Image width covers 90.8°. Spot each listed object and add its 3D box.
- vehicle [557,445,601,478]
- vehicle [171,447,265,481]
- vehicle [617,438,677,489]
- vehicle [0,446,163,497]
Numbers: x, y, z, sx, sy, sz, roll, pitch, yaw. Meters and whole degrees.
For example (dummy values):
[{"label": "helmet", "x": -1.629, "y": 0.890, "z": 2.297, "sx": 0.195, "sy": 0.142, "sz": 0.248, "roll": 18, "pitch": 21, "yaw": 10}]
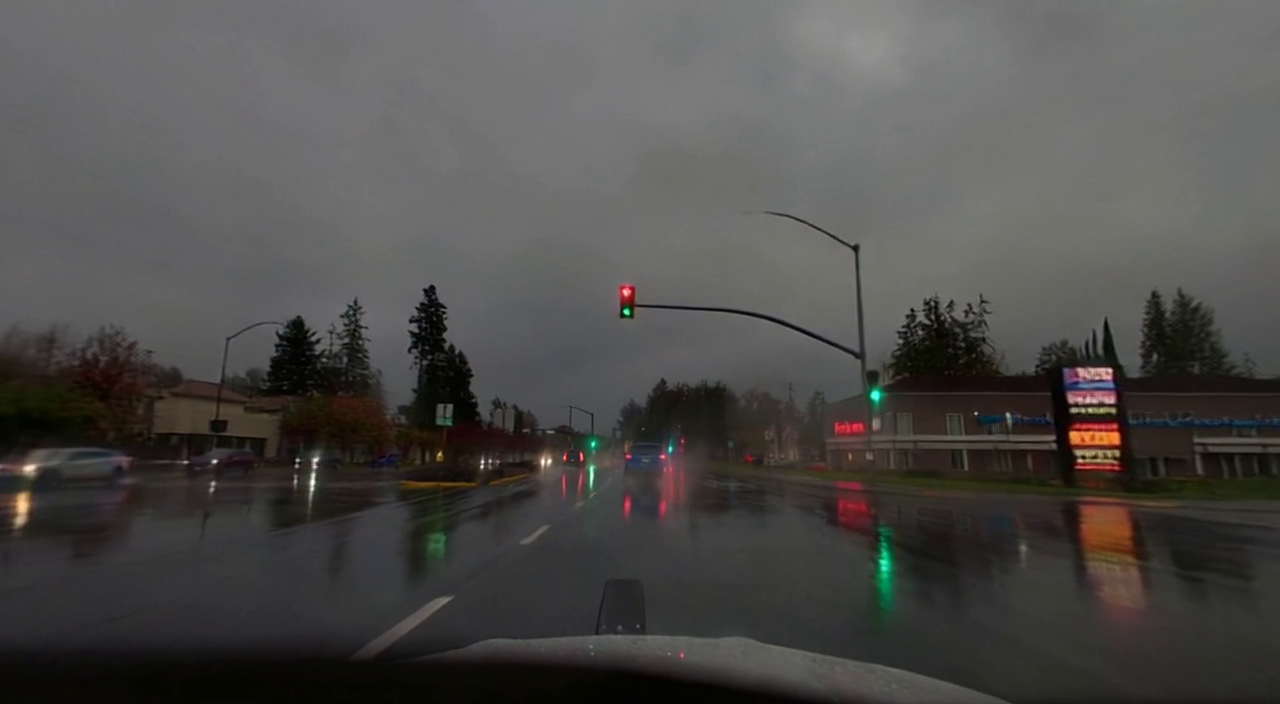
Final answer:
[{"label": "vehicle", "x": -3.564, "y": 6.504, "z": 37.851, "sx": 2.202, "sy": 1.856, "sz": 4.516, "roll": 0, "pitch": -9, "yaw": 0}, {"label": "vehicle", "x": -25.519, "y": 6.758, "z": 38.521, "sx": 2.182, "sy": 1.906, "sz": 5.364, "roll": 0, "pitch": -9, "yaw": -2}, {"label": "vehicle", "x": 0.229, "y": 4.586, "z": 26.404, "sx": 2.273, "sy": 1.909, "sz": 5.075, "roll": 0, "pitch": -9, "yaw": -1}, {"label": "vehicle", "x": -19.718, "y": 4.118, "z": 22.304, "sx": 1.948, "sy": 1.586, "sz": 4.962, "roll": 0, "pitch": -9, "yaw": -2}]
